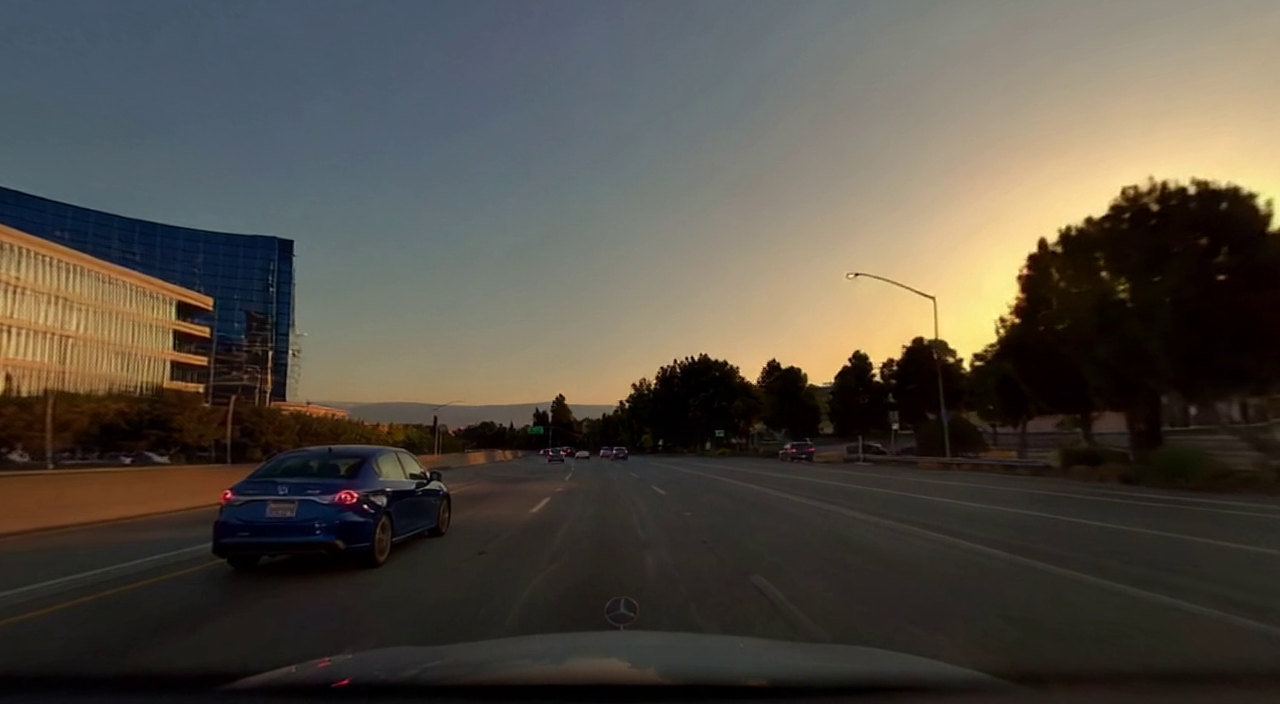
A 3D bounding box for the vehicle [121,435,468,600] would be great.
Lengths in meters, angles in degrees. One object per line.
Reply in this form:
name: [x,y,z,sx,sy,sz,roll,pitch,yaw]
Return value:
vehicle: [-3.737,1.830,7.987,2.018,1.476,4.364,0,-8,-2]
